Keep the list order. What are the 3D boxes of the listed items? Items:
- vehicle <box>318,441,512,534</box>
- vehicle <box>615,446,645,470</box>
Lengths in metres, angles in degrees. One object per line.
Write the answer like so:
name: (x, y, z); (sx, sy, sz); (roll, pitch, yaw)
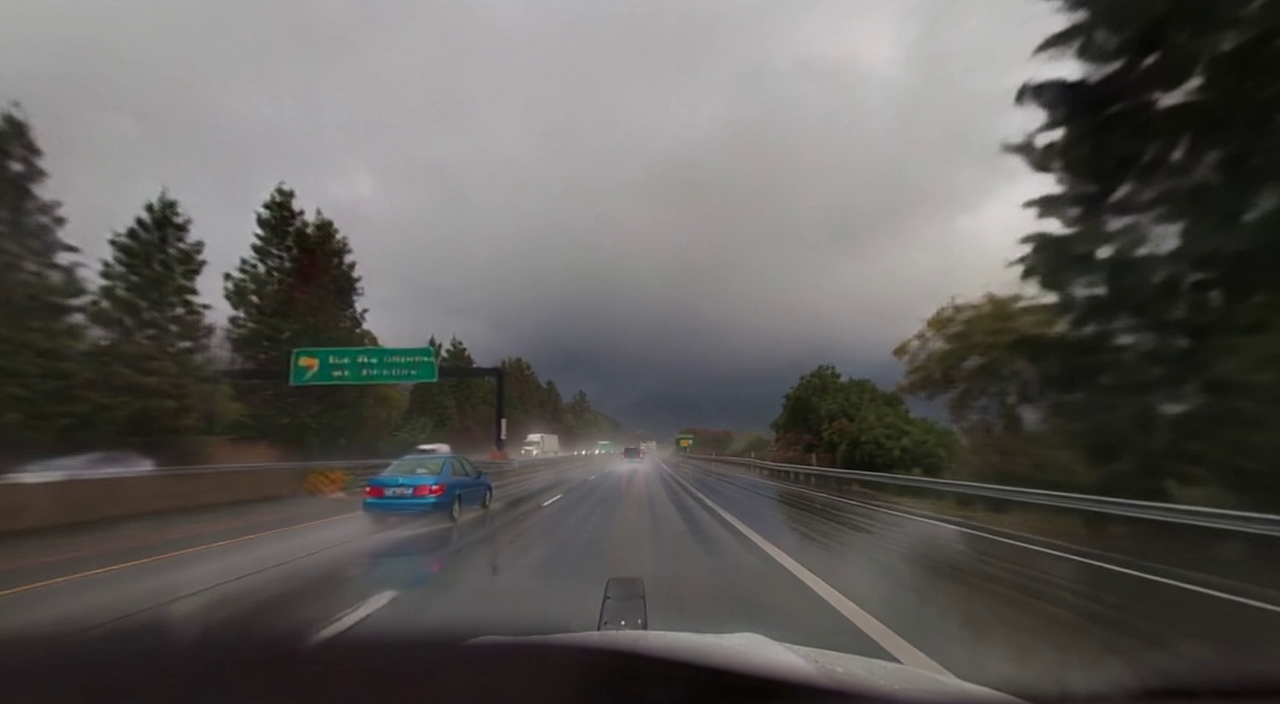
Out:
vehicle: (-4.134, 2.555, 12.589); (2.157, 1.483, 4.601); (0, -9, 0)
vehicle: (-0.638, 7.485, 44.695); (2.011, 1.590, 3.607); (0, -9, 1)
